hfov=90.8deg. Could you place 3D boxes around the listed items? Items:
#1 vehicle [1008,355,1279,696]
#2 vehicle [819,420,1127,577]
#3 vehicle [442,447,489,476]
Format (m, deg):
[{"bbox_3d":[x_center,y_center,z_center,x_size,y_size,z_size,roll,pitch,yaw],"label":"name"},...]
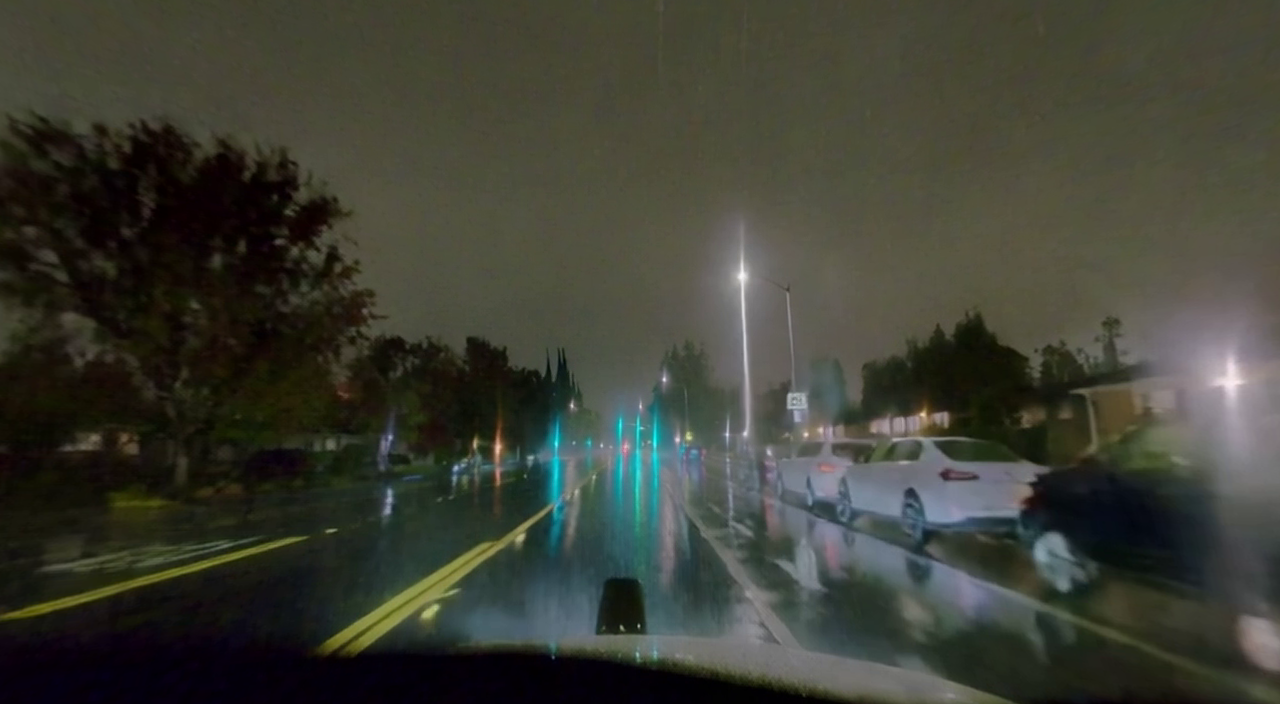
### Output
[{"bbox_3d":[4.524,0.949,3.360,2.074,1.838,5.402,1,-8,3],"label":"vehicle"},{"bbox_3d":[4.575,2.079,9.963,1.917,1.664,5.490,3,-9,0],"label":"vehicle"},{"bbox_3d":[-12.487,7.820,45.482,2.034,1.646,4.808,-5,-7,-2],"label":"vehicle"}]
